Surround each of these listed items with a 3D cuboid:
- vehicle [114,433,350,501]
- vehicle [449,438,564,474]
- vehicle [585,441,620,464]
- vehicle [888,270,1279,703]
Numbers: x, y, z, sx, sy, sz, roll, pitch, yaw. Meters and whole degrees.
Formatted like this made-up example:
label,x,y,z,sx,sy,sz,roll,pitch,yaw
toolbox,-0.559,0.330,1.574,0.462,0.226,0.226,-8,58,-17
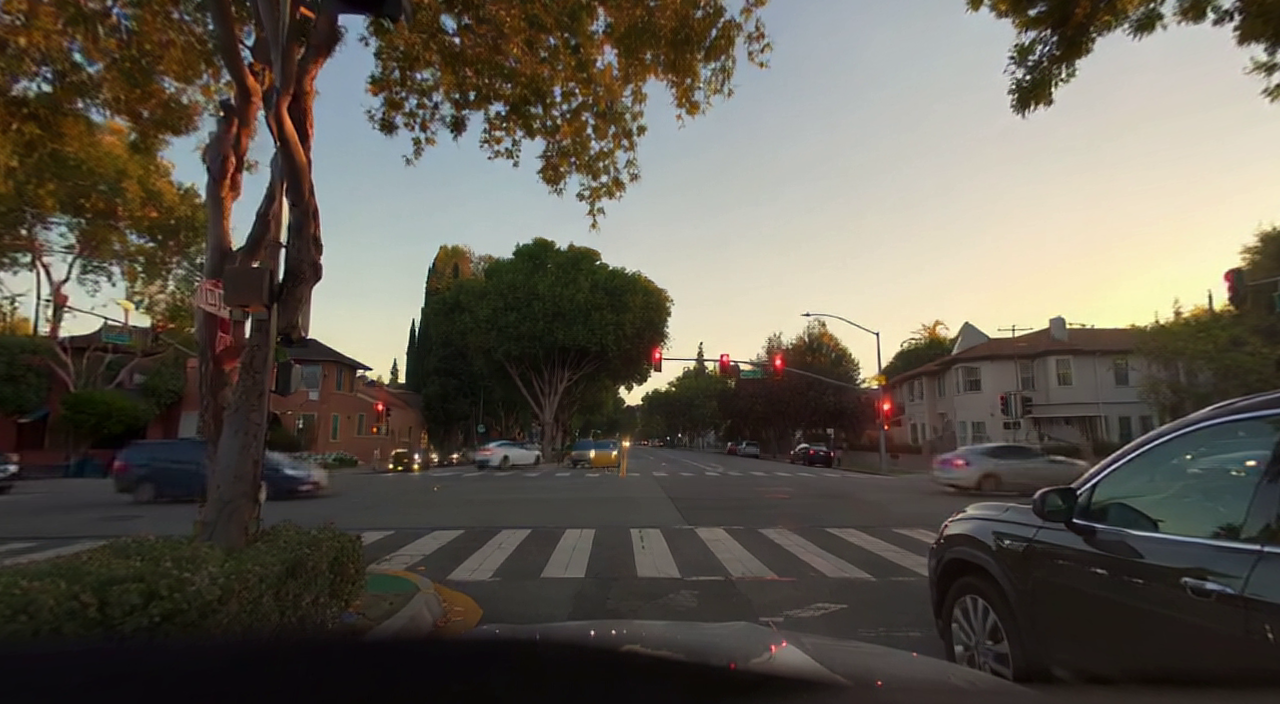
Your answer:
label,x,y,z,sx,sy,sz,roll,pitch,yaw
vehicle,-10.293,2.925,16.237,4.680,1.620,1.943,0,-9,0
vehicle,-6.014,4.673,28.592,4.689,1.490,1.920,5,-10,-31
vehicle,-2.440,6.705,42.287,2.046,1.491,4.118,0,-9,1
vehicle,2.705,0.713,1.732,2.085,1.800,4.908,0,-9,1
